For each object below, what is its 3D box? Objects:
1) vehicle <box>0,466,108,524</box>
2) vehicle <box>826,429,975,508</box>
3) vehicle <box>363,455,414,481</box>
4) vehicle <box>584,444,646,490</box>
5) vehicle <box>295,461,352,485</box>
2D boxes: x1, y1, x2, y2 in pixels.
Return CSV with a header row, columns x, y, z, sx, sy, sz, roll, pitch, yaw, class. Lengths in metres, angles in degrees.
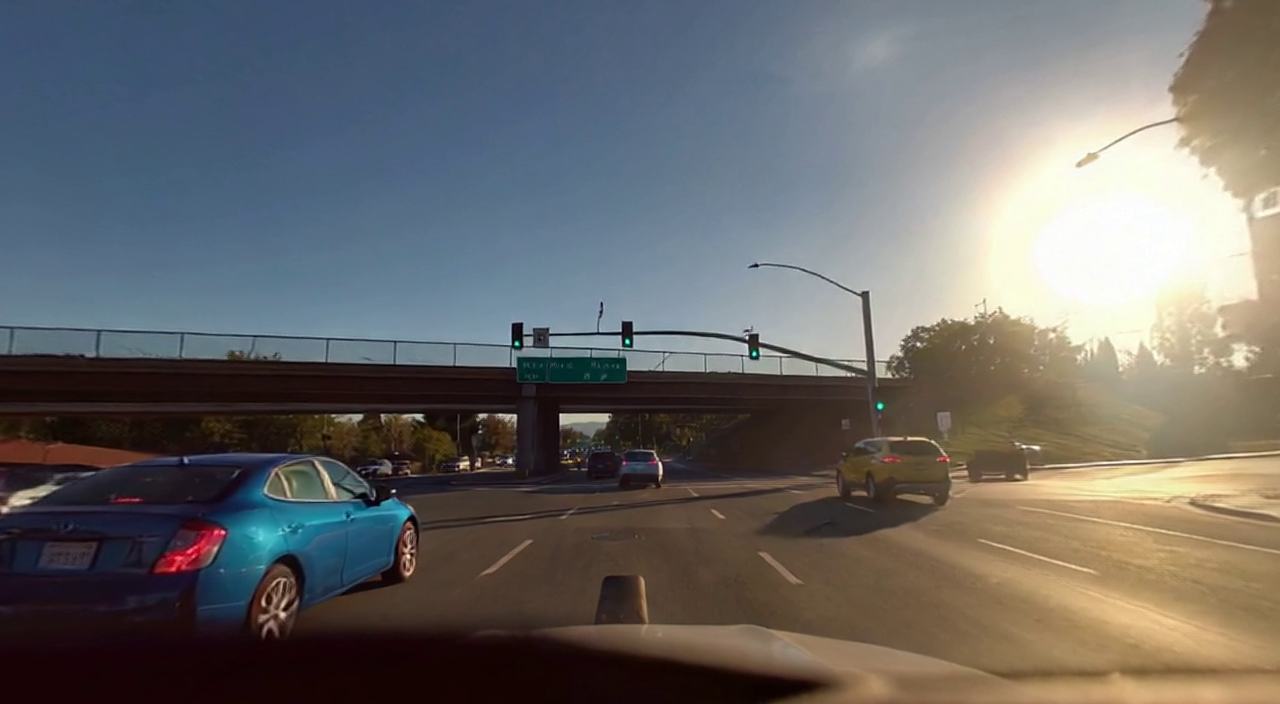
x,y,z,sx,sy,sz,roll,pitch,yaw,class
-19.333,4.391,19.681,1.857,1.534,4.221,0,-8,-1,vehicle
6.662,3.011,16.801,2.074,1.785,4.320,0,-8,-1,vehicle
-19.339,8.903,48.845,1.990,1.789,4.973,0,-8,-1,vehicle
-0.948,4.782,26.711,2.060,1.768,4.681,-1,-8,4,vehicle
-23.256,8.870,46.642,1.849,1.539,4.665,0,-8,-1,vehicle
